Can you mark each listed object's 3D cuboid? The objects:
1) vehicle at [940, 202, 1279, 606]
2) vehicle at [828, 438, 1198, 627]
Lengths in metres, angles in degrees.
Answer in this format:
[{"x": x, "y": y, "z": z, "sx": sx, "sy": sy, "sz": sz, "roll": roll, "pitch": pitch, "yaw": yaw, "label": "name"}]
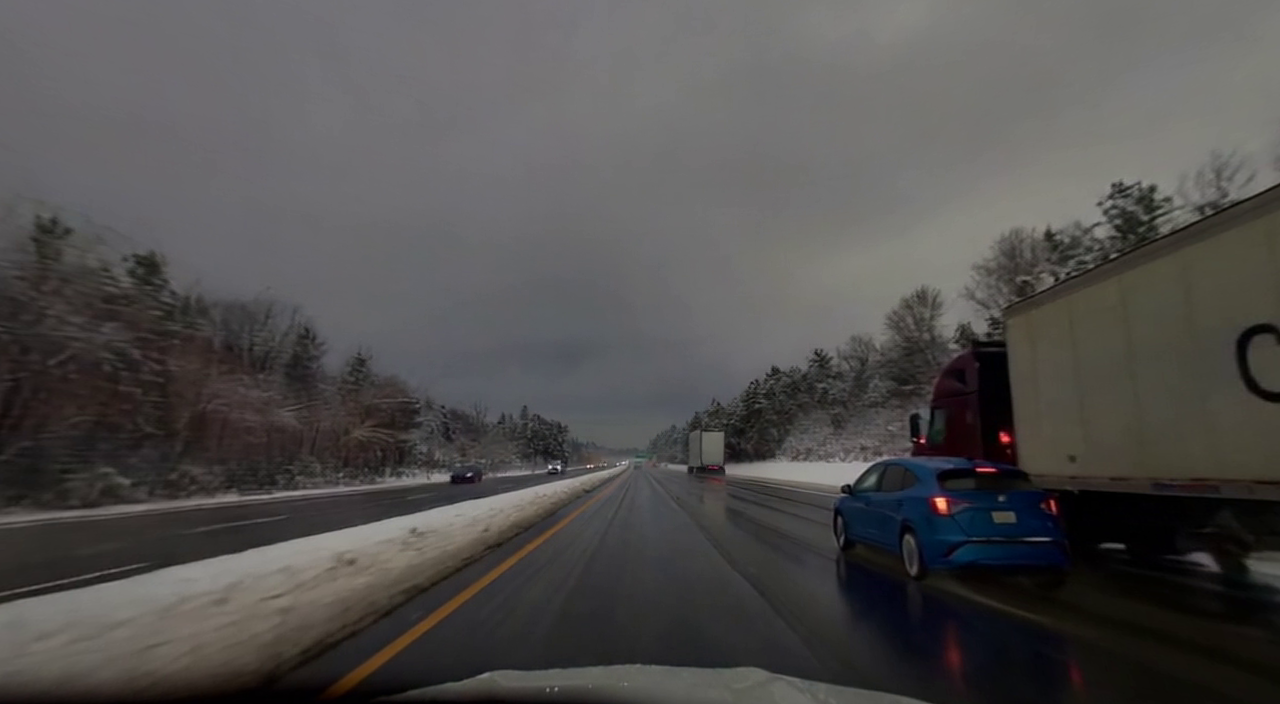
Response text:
[{"x": 8.102, "y": 0.309, "z": 5.070, "sx": 3.298, "sy": 4.017, "sz": 16.824, "roll": 1, "pitch": -10, "yaw": 1, "label": "vehicle"}, {"x": 3.780, "y": 1.925, "z": 7.303, "sx": 2.011, "sy": 1.574, "sz": 3.512, "roll": -1, "pitch": -11, "yaw": -1, "label": "vehicle"}]
